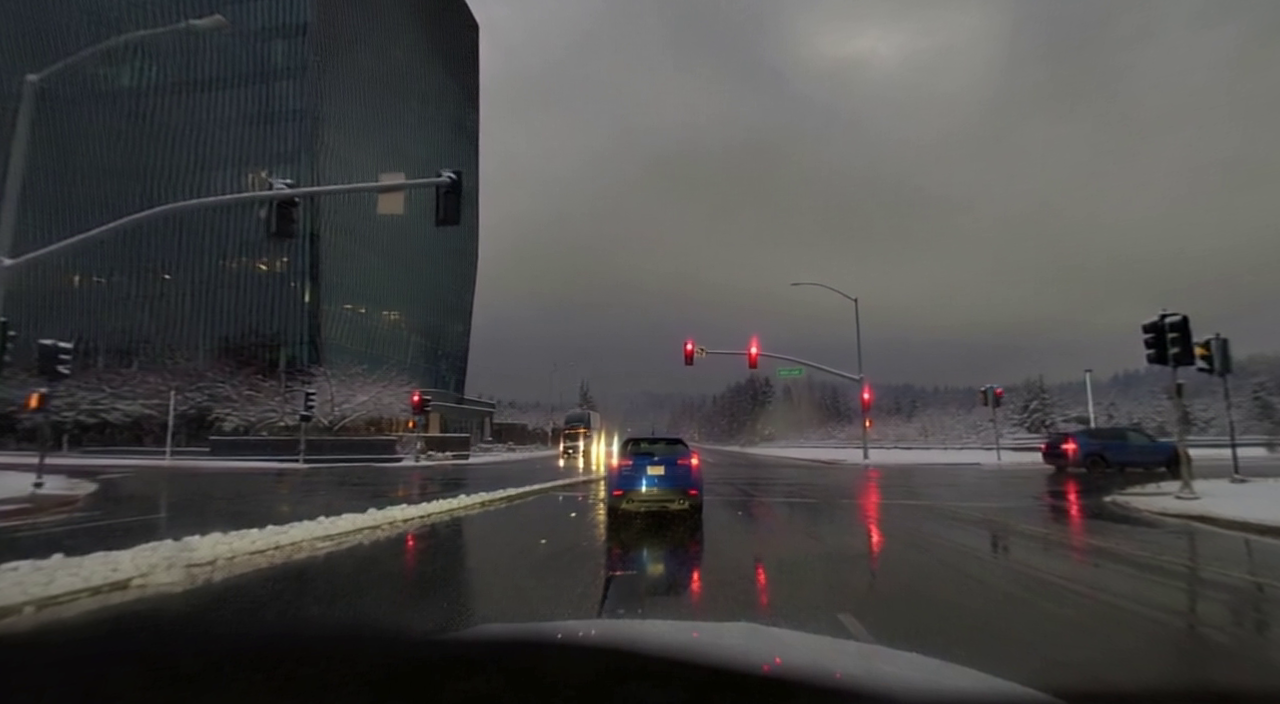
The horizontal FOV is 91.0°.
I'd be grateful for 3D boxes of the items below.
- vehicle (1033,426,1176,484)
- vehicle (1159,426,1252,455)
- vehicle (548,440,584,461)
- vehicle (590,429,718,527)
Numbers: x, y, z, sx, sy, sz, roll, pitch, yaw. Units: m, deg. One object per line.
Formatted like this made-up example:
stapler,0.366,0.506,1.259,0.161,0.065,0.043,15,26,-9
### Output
vehicle,15.823,3.482,21.397,4.739,1.749,2.174,6,-10,-32
vehicle,31.126,4.914,34.786,1.743,1.472,3.772,0,-9,4
vehicle,-5.703,7.678,49.047,2.113,1.535,4.504,0,-9,3
vehicle,0.356,2.305,12.078,2.014,1.525,4.197,0,-9,4
